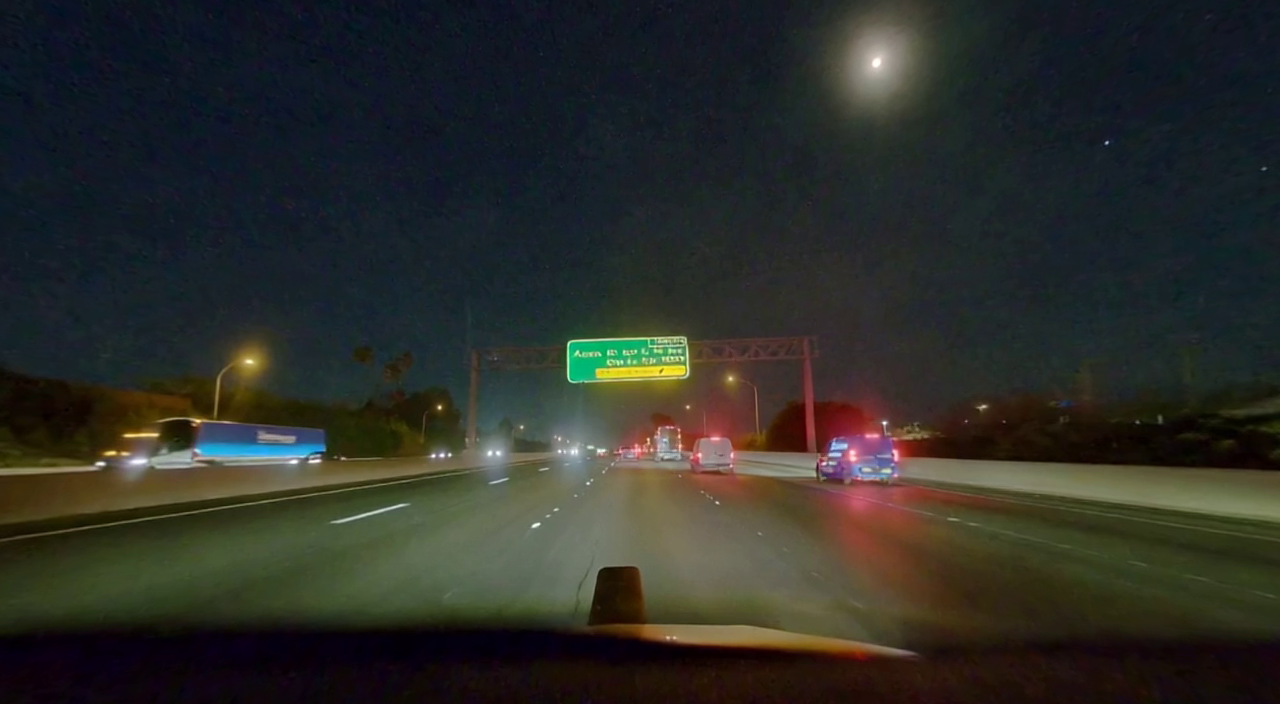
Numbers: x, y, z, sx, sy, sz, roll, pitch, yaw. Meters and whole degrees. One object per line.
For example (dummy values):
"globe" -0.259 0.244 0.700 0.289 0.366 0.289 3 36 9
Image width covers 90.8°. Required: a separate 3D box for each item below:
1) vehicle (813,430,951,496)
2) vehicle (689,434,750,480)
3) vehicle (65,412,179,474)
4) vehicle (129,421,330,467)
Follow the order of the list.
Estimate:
"vehicle" 7.367 3.423 19.928 2.266 1.799 4.947 0 -9 -2
"vehicle" 3.573 4.813 29.221 2.035 1.931 4.841 0 -9 -2
"vehicle" -29.014 5.109 35.595 3.011 3.266 3.745 0 -9 0
"vehicle" -29.123 6.908 47.172 2.682 2.685 19.077 0 -8 0
